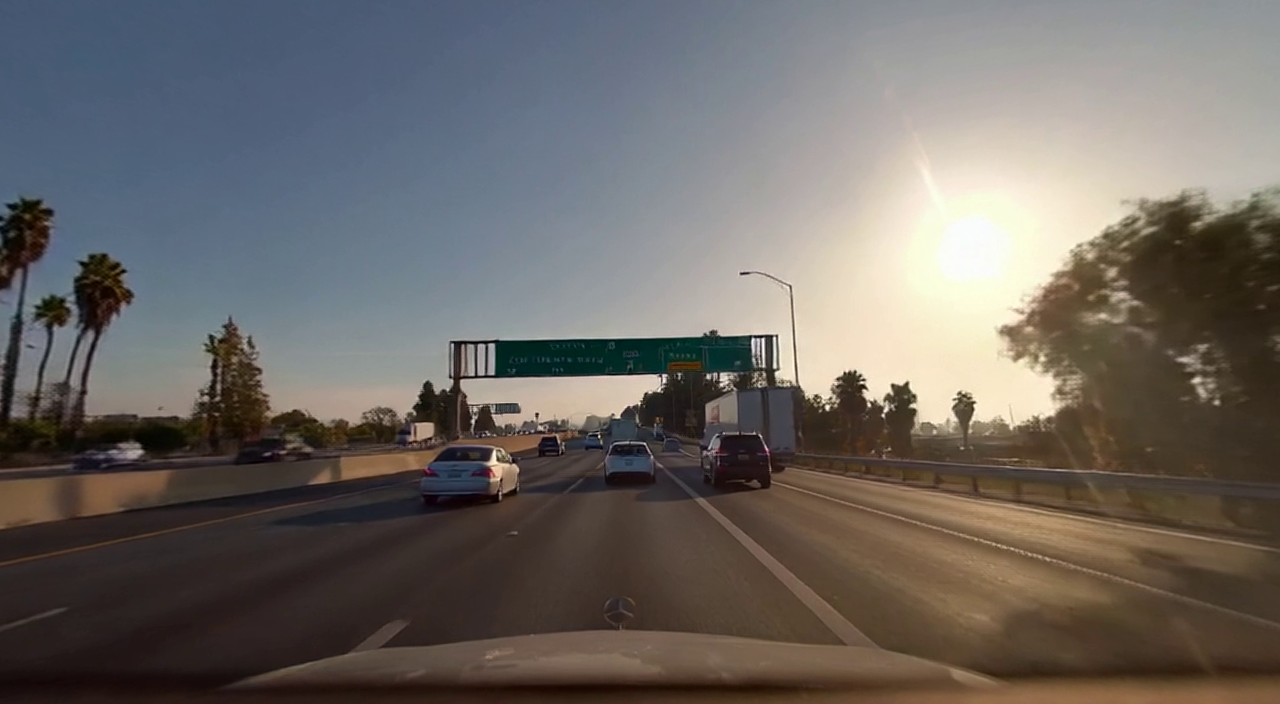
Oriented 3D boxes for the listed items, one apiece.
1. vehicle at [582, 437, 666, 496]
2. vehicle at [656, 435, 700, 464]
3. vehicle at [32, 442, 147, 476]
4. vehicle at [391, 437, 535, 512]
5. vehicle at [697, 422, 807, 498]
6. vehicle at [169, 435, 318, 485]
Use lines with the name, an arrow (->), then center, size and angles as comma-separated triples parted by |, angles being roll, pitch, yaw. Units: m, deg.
vehicle -> -0.437, 3.194, 18.004 | 2.136, 1.470, 3.971 | 0, -8, -1
vehicle -> 2.492, 6.625, 42.965 | 2.476, 1.843, 5.652 | 0, -8, -1
vehicle -> -30.434, 5.887, 35.053 | 2.150, 1.728, 4.872 | 0, -8, -3
vehicle -> -3.784, 2.684, 14.385 | 1.998, 1.423, 4.436 | 0, -8, 0
vehicle -> 3.011, 3.042, 18.075 | 2.173, 1.870, 4.499 | 0, -8, -2
vehicle -> -15.686, 4.290, 25.452 | 2.476, 1.741, 5.764 | 0, -8, -3
